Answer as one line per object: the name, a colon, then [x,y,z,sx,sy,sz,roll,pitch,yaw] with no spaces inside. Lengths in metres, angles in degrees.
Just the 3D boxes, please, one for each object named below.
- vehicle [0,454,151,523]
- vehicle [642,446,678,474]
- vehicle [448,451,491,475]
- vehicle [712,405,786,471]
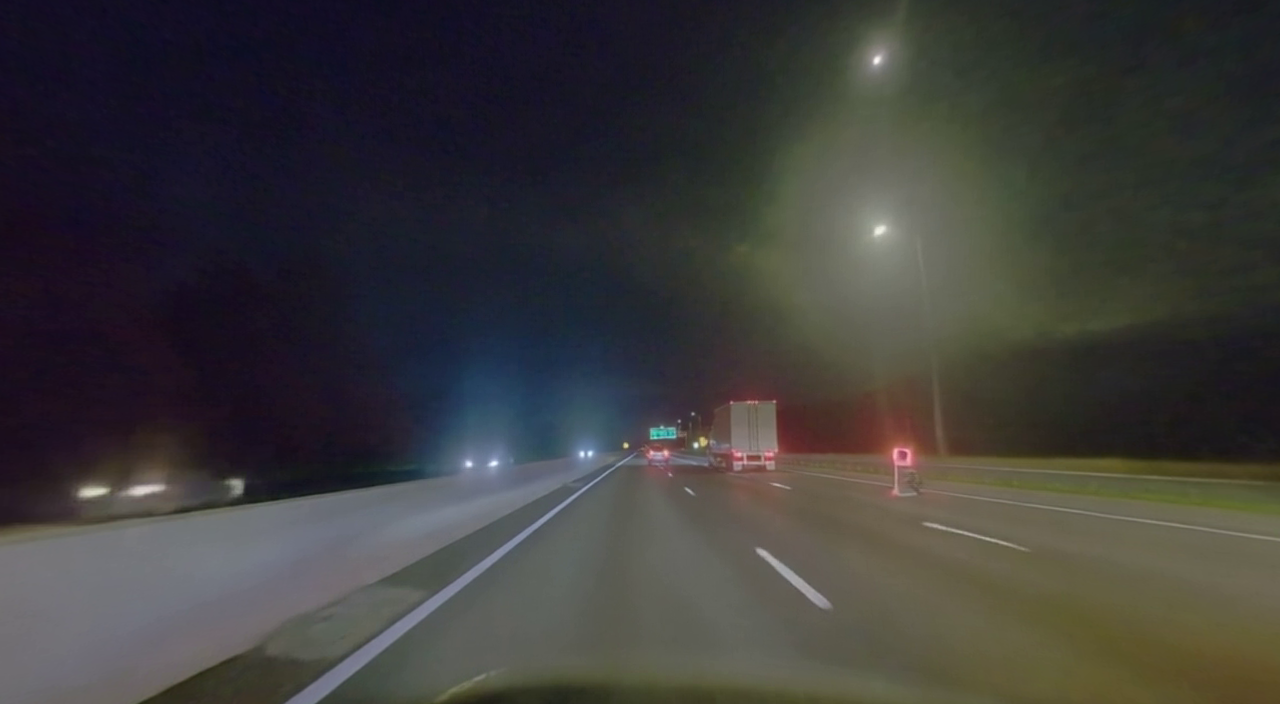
vehicle: [-14.825,3.288,15.628,1.816,1.459,4.429,0,-9,-1]
vehicle: [1.127,6.425,37.549,2.024,1.579,3.707,-1,-9,0]
vehicle: [-11.337,7.395,42.071,1.774,1.458,4.238,0,-9,-2]
vehicle: [7.506,6.406,45.860,2.907,4.042,13.858,0,-9,0]
